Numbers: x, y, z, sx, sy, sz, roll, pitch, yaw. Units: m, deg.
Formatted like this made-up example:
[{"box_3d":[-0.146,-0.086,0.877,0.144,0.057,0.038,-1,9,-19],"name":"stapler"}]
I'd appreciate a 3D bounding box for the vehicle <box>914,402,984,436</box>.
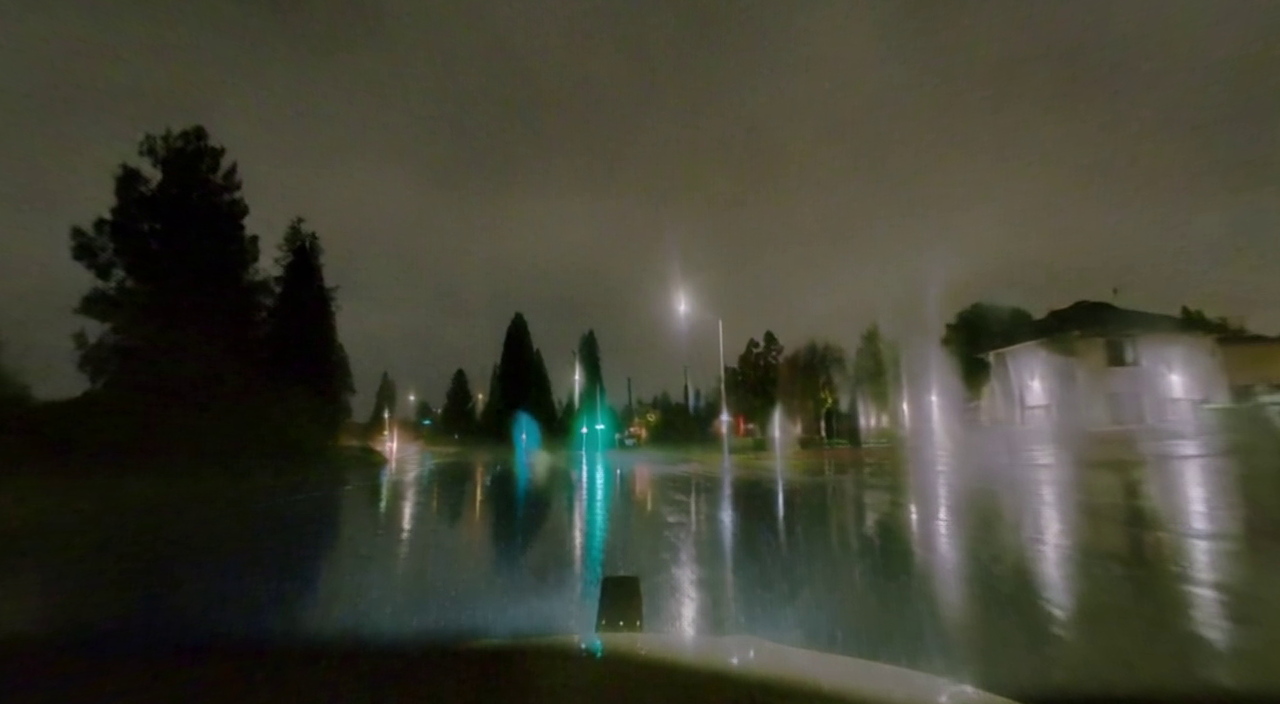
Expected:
[{"box_3d":[18.278,3.987,37.127,4.740,1.779,2.023,8,-12,-43],"name":"vehicle"}]
